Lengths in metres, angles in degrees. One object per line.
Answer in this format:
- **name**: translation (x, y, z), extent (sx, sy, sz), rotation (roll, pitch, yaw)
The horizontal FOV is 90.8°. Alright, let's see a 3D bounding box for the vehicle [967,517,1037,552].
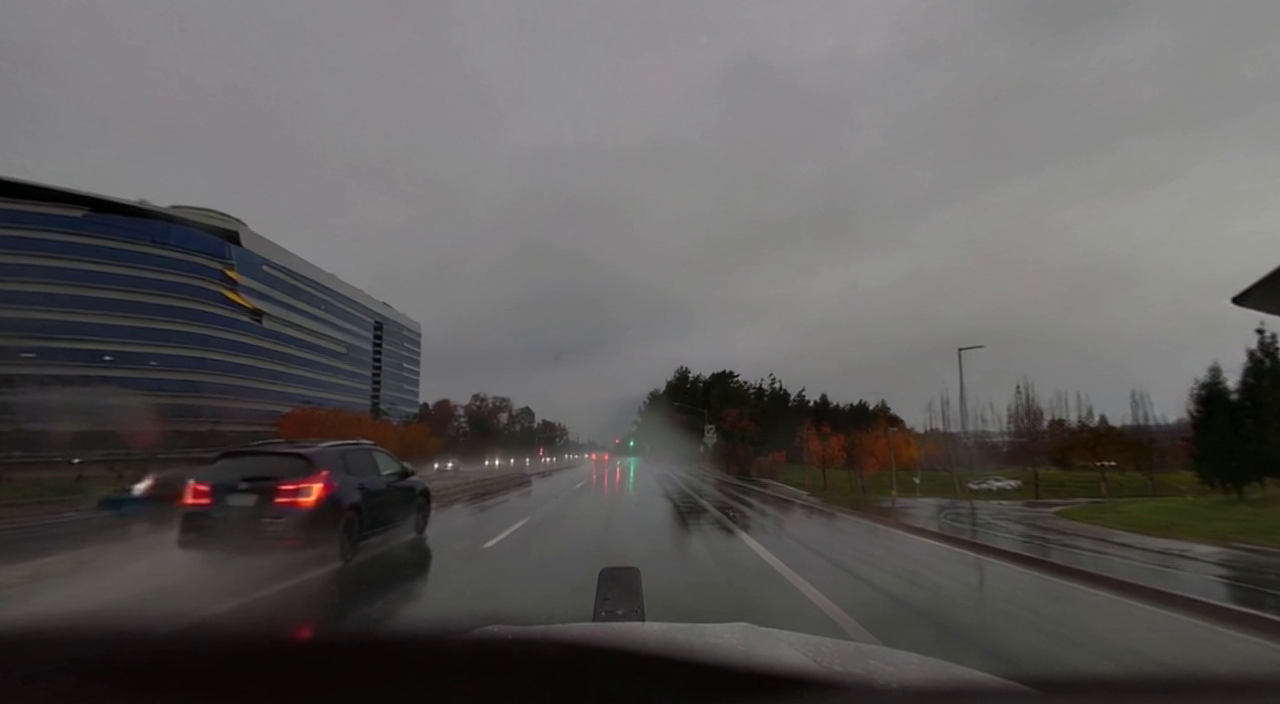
- **vehicle**: translation (23.863, 12.035, 41.875), extent (1.993, 1.688, 4.523), rotation (0, -9, 1)

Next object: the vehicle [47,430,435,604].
- **vehicle**: translation (-4.341, 1.820, 8.042), extent (1.936, 1.536, 4.627), rotation (0, -8, 0)

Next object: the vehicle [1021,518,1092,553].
- **vehicle**: translation (26.510, 11.672, 40.385), extent (1.914, 1.715, 3.814), rotation (-1, -10, 2)
